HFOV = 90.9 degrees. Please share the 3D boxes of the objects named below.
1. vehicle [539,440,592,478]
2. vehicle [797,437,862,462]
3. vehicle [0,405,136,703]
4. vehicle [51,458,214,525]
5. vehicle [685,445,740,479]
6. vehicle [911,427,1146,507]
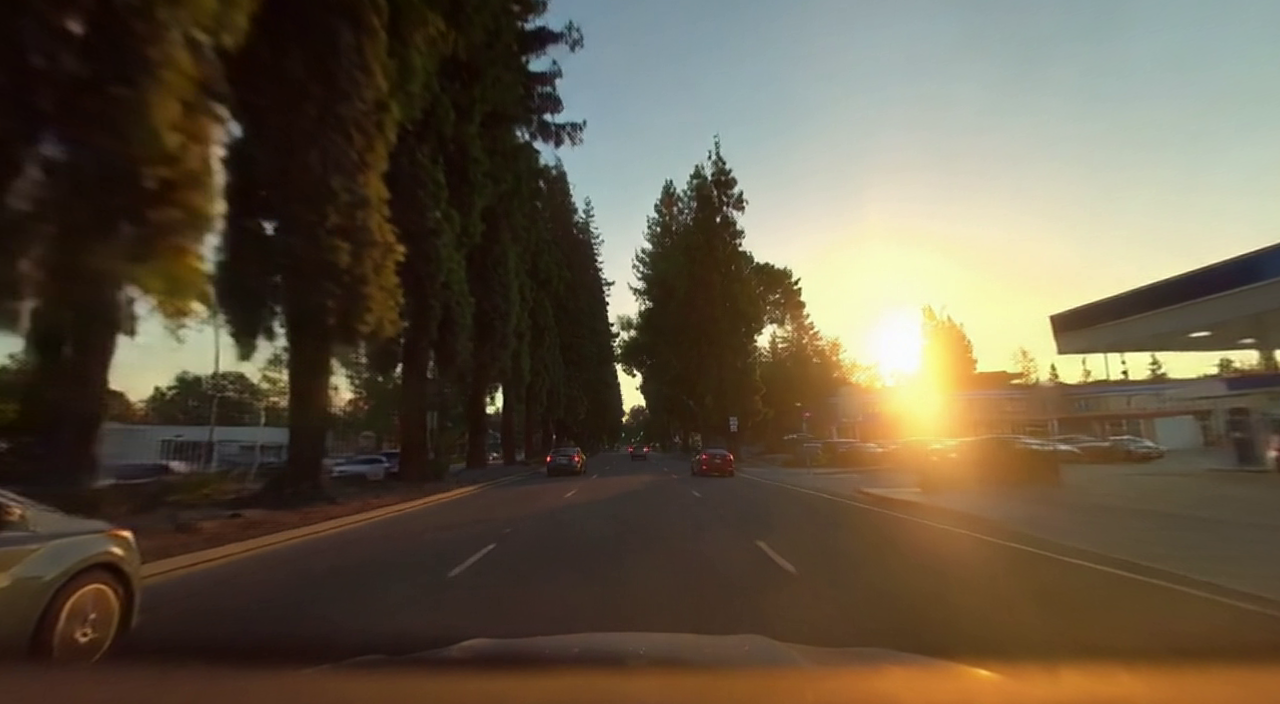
[{"bbox_3d":[-3.649,5.336,31.649,2.051,1.747,4.370,0,-9,1],"label":"vehicle"},{"bbox_3d":[14.195,7.310,47.492,2.097,1.779,4.720,4,-9,-24],"label":"vehicle"},{"bbox_3d":[-3.835,0.721,0.909,1.988,1.530,5.155,0,-9,0],"label":"vehicle"},{"bbox_3d":[-13.591,3.696,17.281,1.839,1.478,4.437,3,-9,-16],"label":"vehicle"},{"bbox_3d":[3.379,5.239,30.268,2.010,1.486,4.498,0,-9,-1],"label":"vehicle"},{"bbox_3d":[9.396,2.779,15.481,4.526,1.768,2.056,1,-9,-8],"label":"vehicle"}]
